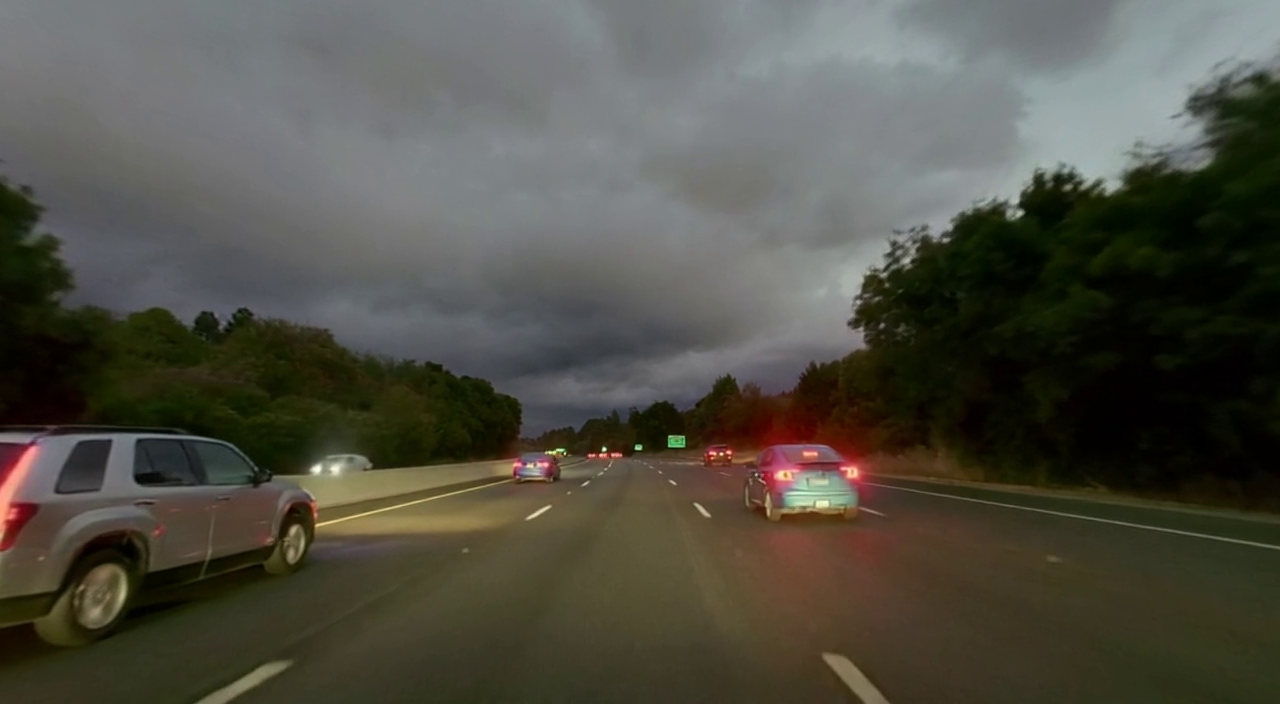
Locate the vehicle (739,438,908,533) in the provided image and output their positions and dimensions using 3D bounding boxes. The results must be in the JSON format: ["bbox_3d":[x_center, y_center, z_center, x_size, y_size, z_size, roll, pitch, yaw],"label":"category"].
[{"bbox_3d":[3.414,2.581,12.772,2.120,1.572,4.344,0,-9,0],"label":"vehicle"}]

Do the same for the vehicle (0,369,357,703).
[{"bbox_3d":[-4.377,1.260,5.154,2.079,1.745,4.281,0,-9,0],"label":"vehicle"}]

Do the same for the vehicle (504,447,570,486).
[{"bbox_3d":[-4.184,4.704,26.185,2.009,1.488,4.289,0,-9,0],"label":"vehicle"}]
